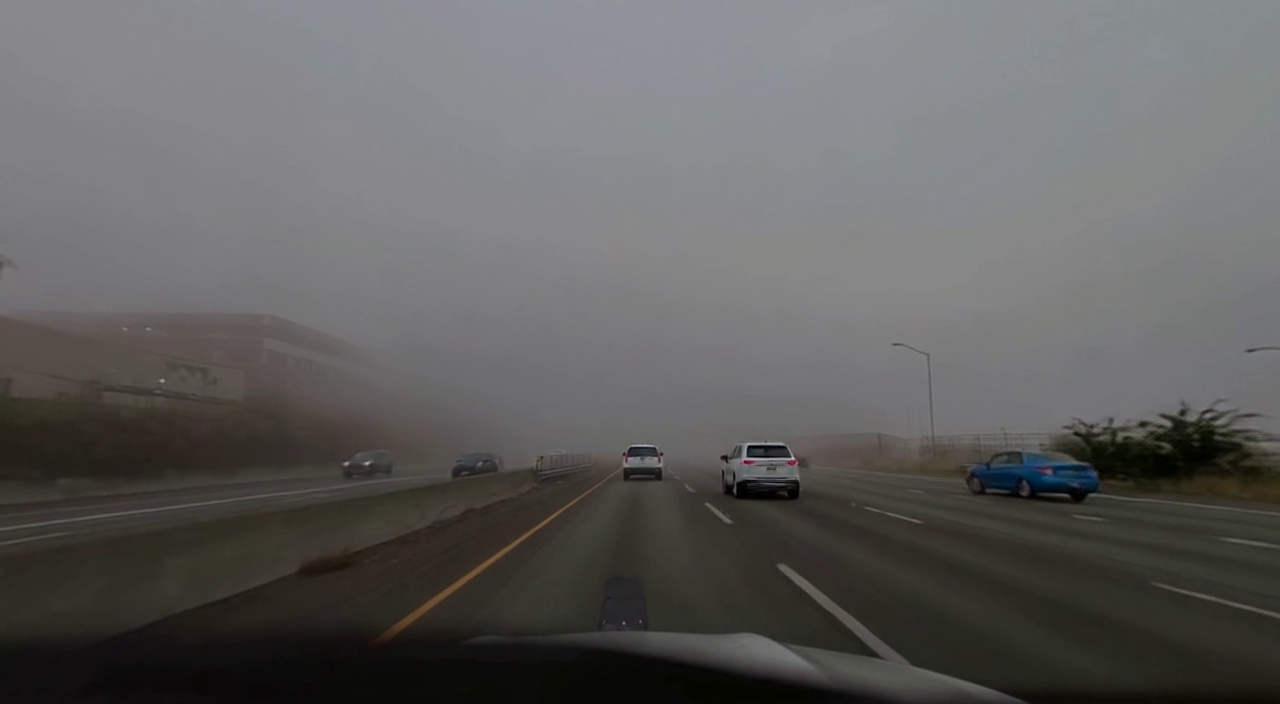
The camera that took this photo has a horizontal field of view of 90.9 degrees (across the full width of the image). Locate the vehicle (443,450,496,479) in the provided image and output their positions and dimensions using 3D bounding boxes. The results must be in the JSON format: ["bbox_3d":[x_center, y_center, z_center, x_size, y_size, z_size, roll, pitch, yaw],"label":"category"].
[{"bbox_3d":[-10.699,7.054,39.864,2.012,1.685,4.411,0,-8,1],"label":"vehicle"}]

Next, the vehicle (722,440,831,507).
[{"bbox_3d":[3.548,3.222,17.254,2.042,1.592,4.047,0,-8,-1],"label":"vehicle"}]

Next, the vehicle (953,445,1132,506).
[{"bbox_3d":[10.984,3.356,17.713,2.027,1.446,4.470,0,-8,0],"label":"vehicle"}]

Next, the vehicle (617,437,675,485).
[{"bbox_3d":[0.243,4.647,27.250,2.290,1.862,4.454,0,-8,1],"label":"vehicle"}]
